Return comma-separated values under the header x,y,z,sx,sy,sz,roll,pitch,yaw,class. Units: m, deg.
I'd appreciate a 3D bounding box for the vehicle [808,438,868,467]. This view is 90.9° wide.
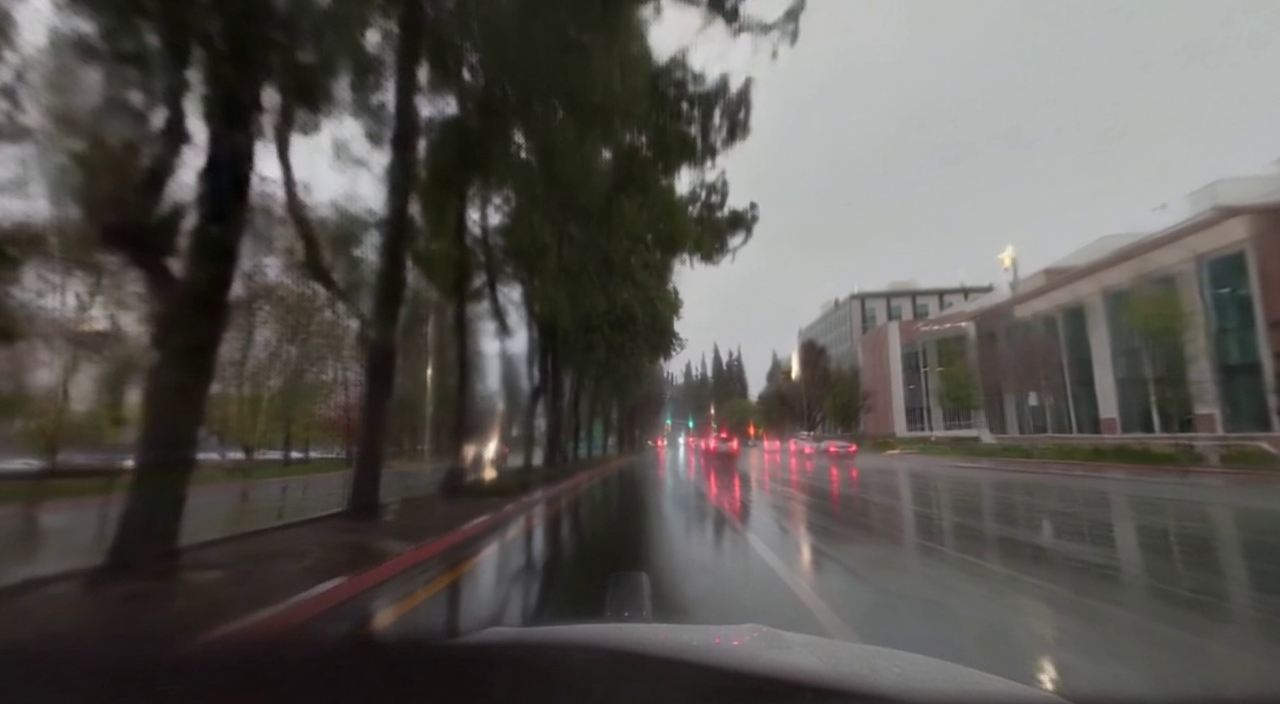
x,y,z,sx,sy,sz,roll,pitch,yaw,class
10.875,5.554,34.922,1.840,1.467,4.731,0,-9,1,vehicle

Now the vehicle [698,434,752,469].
x,y,z,sx,sy,sz,roll,pitch,yaw,class
4.397,5.248,33.295,2.216,1.675,4.627,0,-9,0,vehicle
